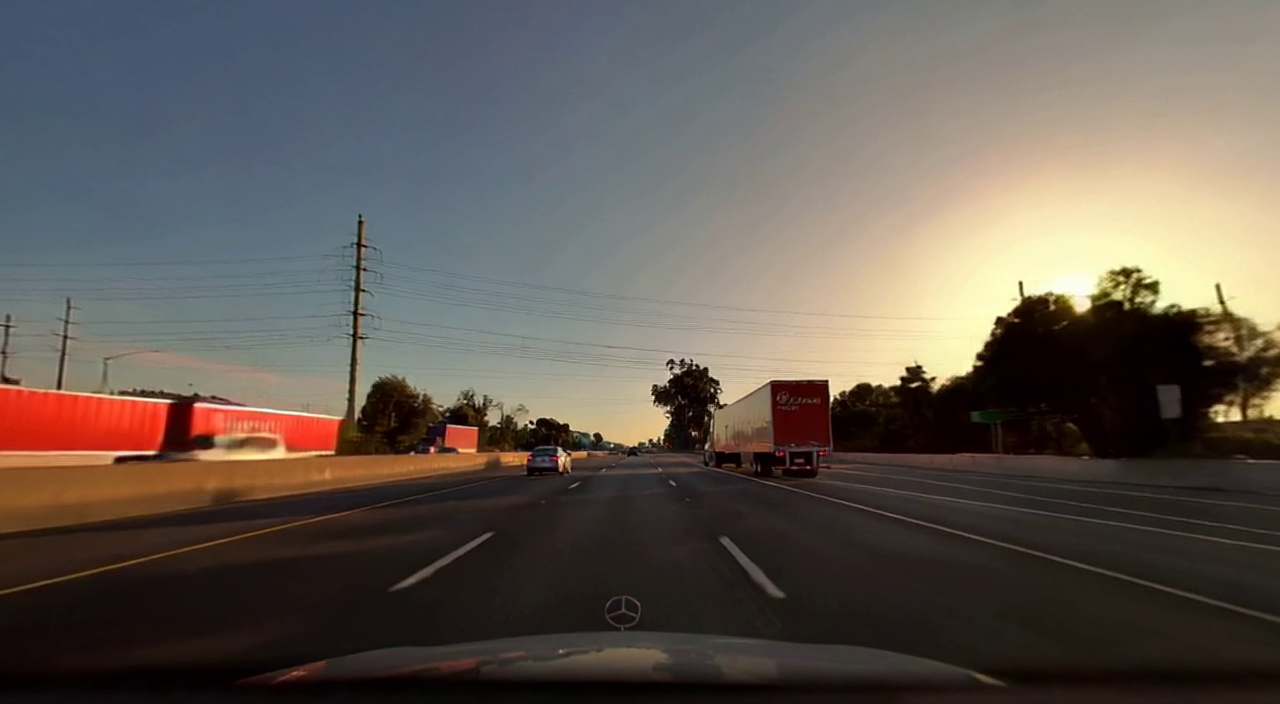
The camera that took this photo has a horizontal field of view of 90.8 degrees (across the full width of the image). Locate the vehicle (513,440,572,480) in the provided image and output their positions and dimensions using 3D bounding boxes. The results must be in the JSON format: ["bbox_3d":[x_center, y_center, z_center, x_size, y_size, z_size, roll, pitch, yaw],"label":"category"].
[{"bbox_3d":[-4.331,4.880,28.668,2.027,1.651,4.099,0,-9,0],"label":"vehicle"}]

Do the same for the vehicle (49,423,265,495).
[{"bbox_3d":[-13.118,2.954,17.720,2.193,1.724,4.842,0,-9,0],"label":"vehicle"}]

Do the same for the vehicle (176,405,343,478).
[{"bbox_3d":[-21.195,5.191,36.396,2.988,3.535,10.678,0,-9,0],"label":"vehicle"}]

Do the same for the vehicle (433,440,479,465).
[{"bbox_3d":[-14.028,7.696,48.499,2.177,1.837,4.780,0,-9,-1],"label":"vehicle"}]

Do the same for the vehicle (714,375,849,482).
[{"bbox_3d":[6.465,4.182,32.712,2.919,4.195,15.833,0,-9,-1],"label":"vehicle"}]

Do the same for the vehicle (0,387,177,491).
[{"bbox_3d":[-25.270,3.429,24.713,2.849,3.846,15.601,0,-9,-1],"label":"vehicle"}]
